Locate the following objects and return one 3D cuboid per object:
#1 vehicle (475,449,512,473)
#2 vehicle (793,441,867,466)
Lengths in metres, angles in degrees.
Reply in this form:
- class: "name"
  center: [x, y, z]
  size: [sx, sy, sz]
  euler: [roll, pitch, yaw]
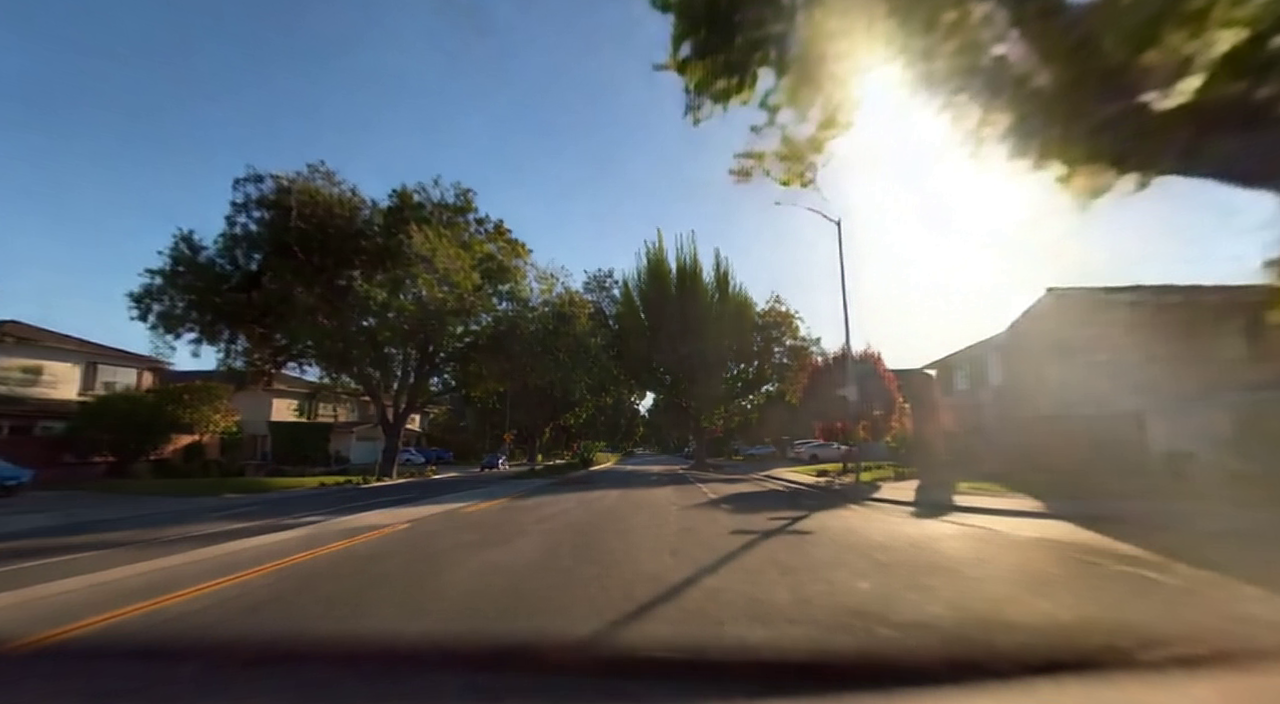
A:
- class: "vehicle"
  center: [-11.466, 8.601, 49.808]
  size: [2.020, 1.691, 4.308]
  euler: [-1, -10, -2]
- class: "vehicle"
  center: [13.932, 7.475, 46.546]
  size: [4.775, 1.524, 1.983]
  euler: [-4, -9, 3]
